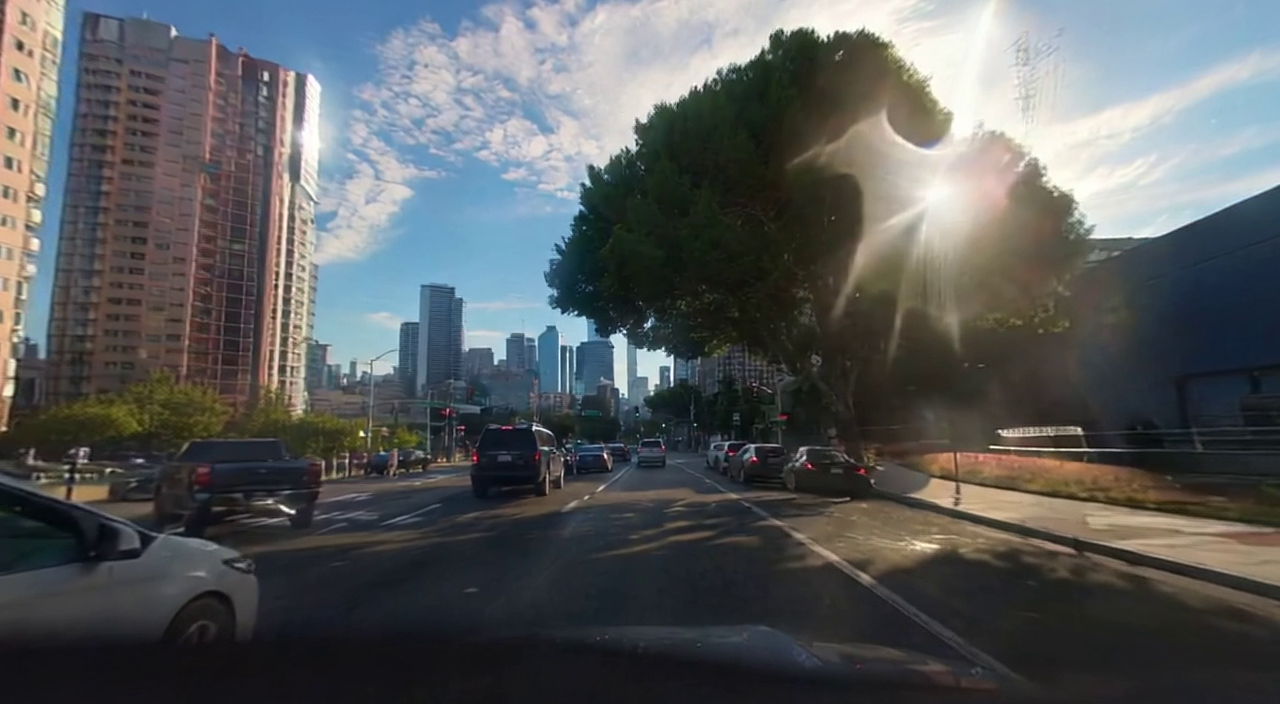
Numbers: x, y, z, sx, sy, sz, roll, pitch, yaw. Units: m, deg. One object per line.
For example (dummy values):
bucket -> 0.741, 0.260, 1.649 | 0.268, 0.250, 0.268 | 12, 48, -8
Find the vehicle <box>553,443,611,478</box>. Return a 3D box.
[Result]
vehicle -> -2.588, 4.973, 29.236 | 2.246, 1.481, 4.146 | 0, -9, 0

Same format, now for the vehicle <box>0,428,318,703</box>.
vehicle -> -2.856, 0.880, 1.475 | 1.959, 1.406, 4.272 | 0, -9, 0

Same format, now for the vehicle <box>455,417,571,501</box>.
vehicle -> -3.305, 2.912, 17.429 | 2.152, 1.987, 4.527 | 0, -9, 1

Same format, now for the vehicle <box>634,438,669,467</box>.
vehicle -> 0.760, 6.672, 41.938 | 2.194, 1.779, 3.996 | 0, -9, 0
